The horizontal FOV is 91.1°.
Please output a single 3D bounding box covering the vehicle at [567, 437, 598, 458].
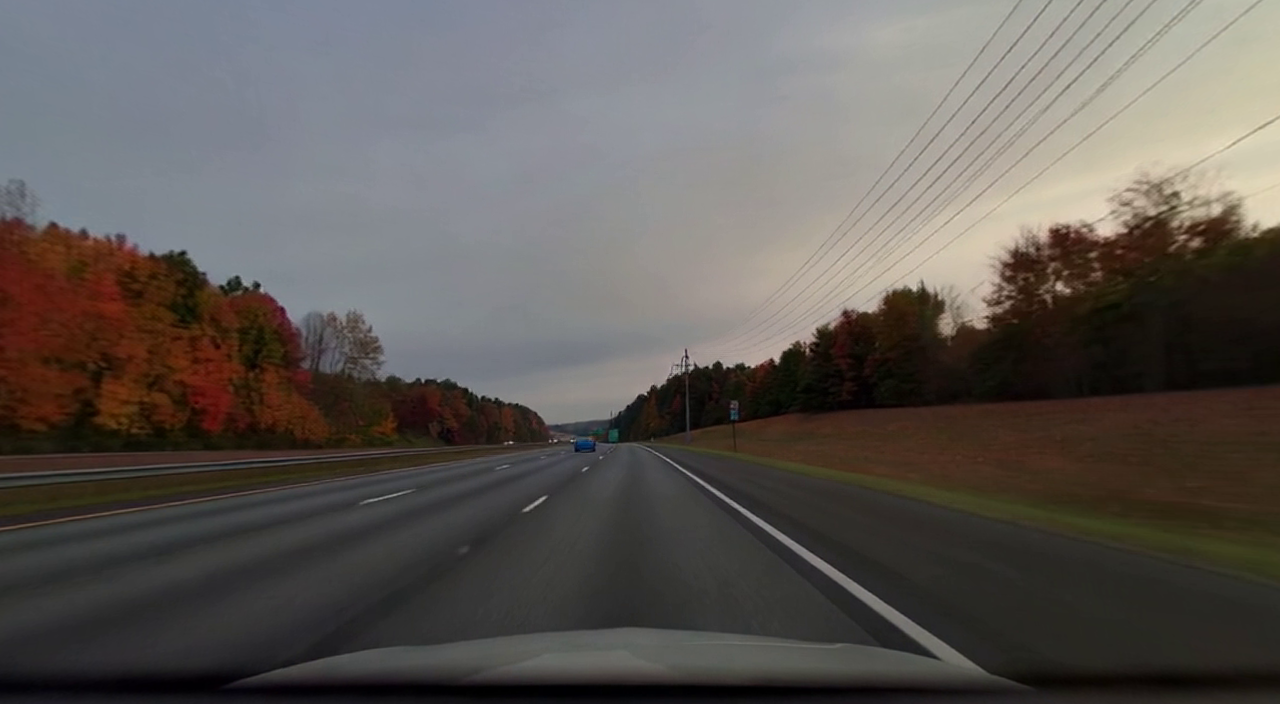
[{"bbox_3d":[-4.231,7.043,46.791,2.025,1.475,4.379,0,-8,-2],"label":"vehicle"}]
